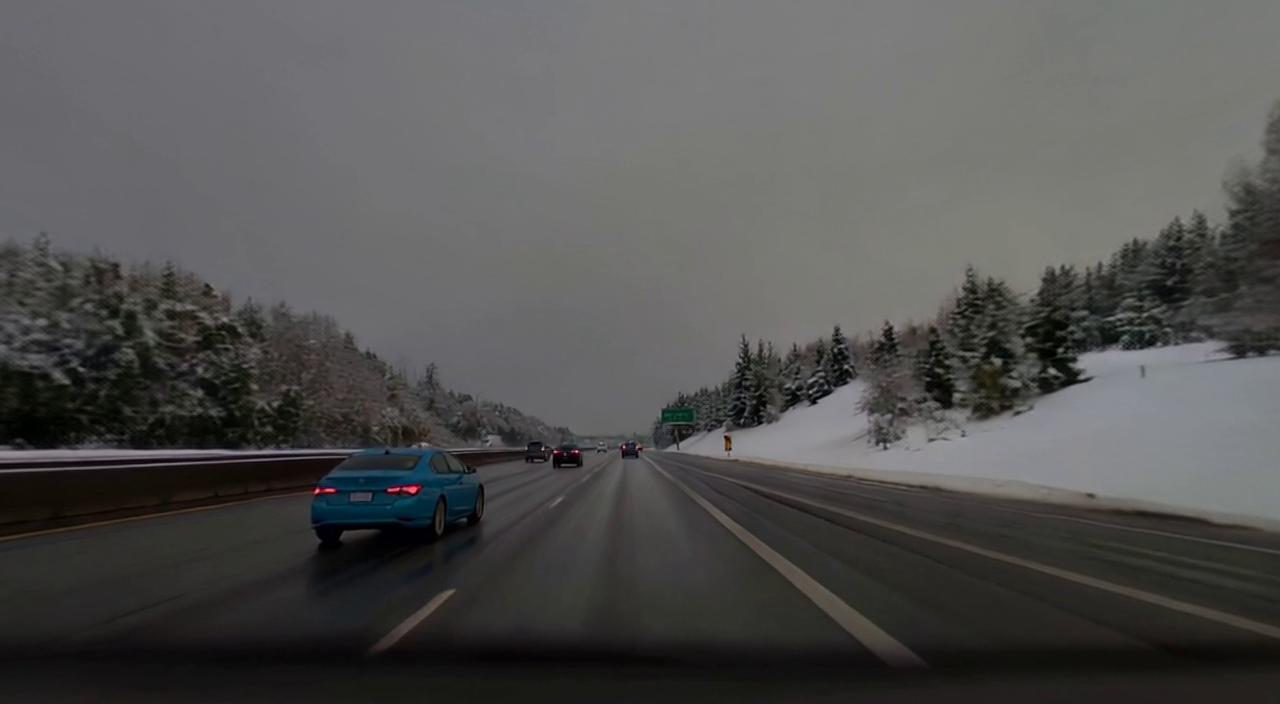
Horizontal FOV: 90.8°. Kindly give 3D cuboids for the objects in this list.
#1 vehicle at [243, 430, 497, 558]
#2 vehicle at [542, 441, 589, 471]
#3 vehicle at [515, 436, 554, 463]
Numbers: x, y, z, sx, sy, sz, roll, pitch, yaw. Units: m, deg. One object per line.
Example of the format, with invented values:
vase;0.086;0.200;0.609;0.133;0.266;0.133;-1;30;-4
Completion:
vehicle;-3.719;2.021;9.801;2.025;1.506;4.429;0;-8;-1
vehicle;-4.035;5.715;34.960;2.068;1.501;4.395;0;-8;-1
vehicle;-8.001;7.418;48.186;2.171;1.982;5.246;0;-8;-1
